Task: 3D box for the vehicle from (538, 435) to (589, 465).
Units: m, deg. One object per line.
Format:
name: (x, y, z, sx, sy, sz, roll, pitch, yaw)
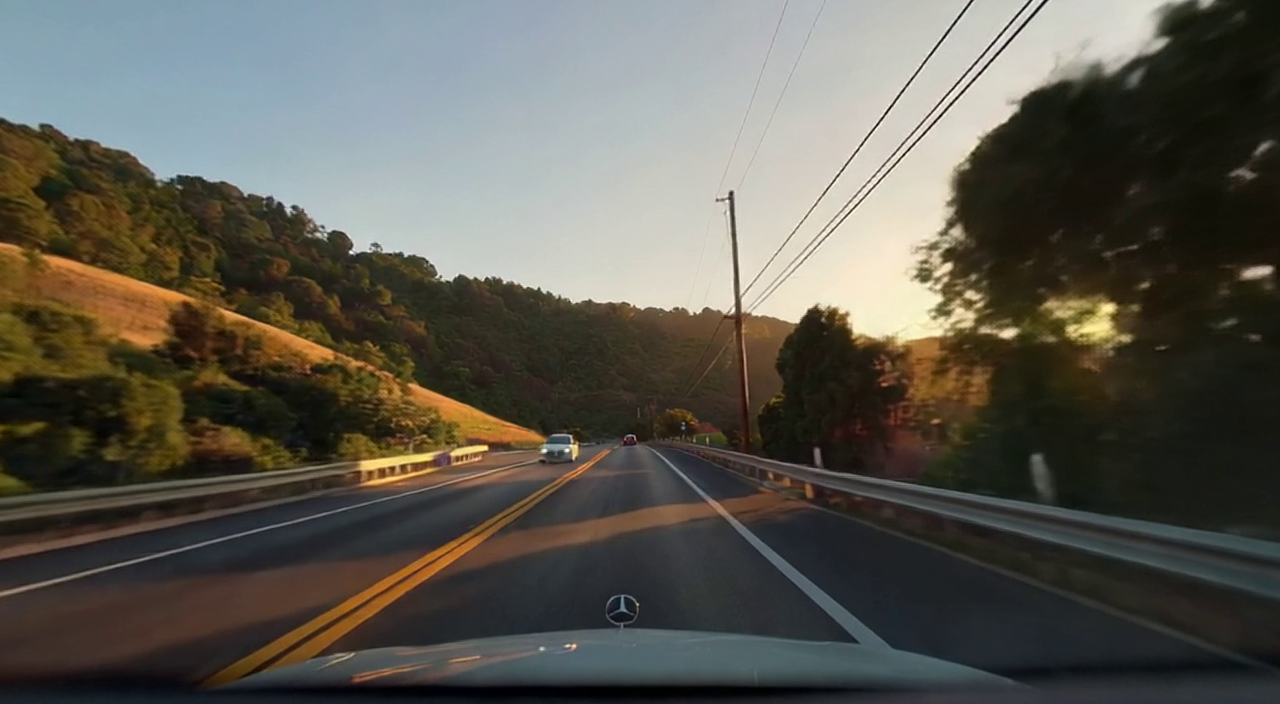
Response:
vehicle: (-4.025, 5.237, 33.813, 2.074, 1.472, 4.658, 0, -8, 1)
